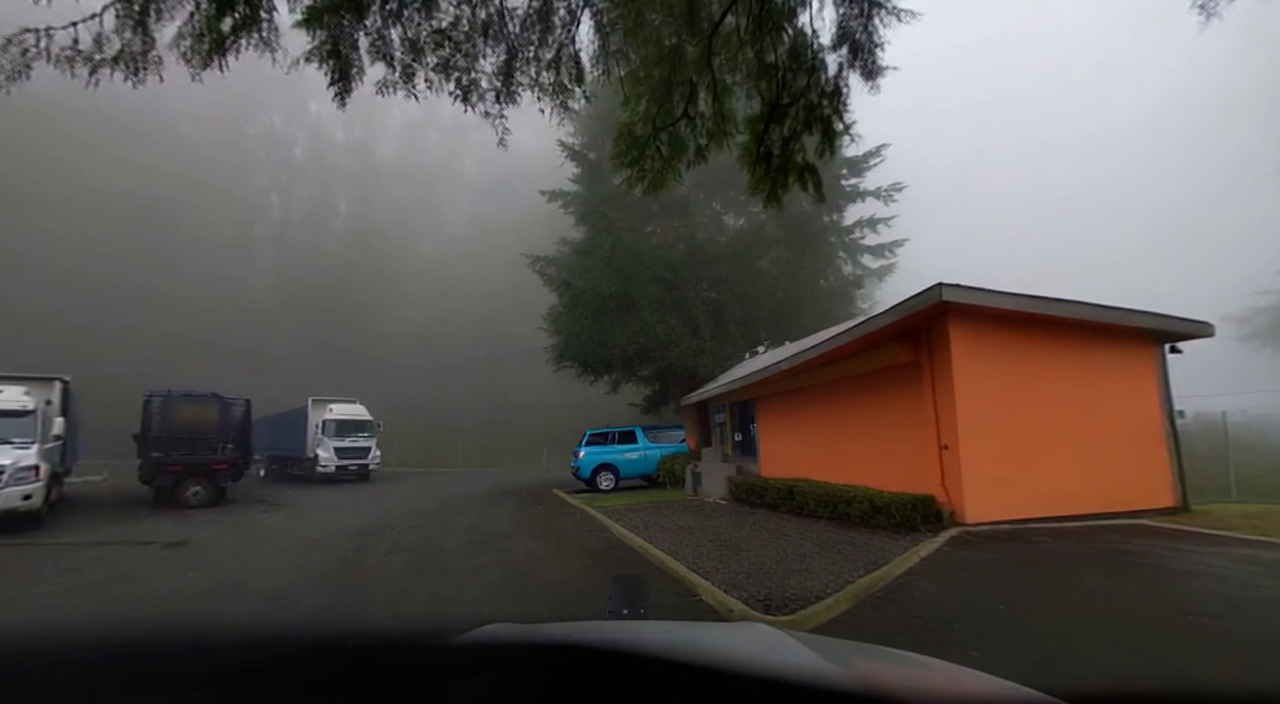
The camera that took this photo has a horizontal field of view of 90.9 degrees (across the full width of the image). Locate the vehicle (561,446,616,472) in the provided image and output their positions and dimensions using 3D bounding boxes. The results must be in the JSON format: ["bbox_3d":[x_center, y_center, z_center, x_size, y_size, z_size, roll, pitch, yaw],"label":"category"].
[{"bbox_3d":[-3.202,6.706,39.614,1.809,1.506,3.473,-5,-10,29],"label":"vehicle"}]

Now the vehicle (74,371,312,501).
[{"bbox_3d":[-17.614,3.344,24.396,11.906,4.069,2.948,-6,-11,33],"label":"vehicle"}]

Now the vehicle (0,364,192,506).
[{"bbox_3d":[-19.897,2.958,21.781,11.512,3.871,3.038,-6,-11,34],"label":"vehicle"}]
